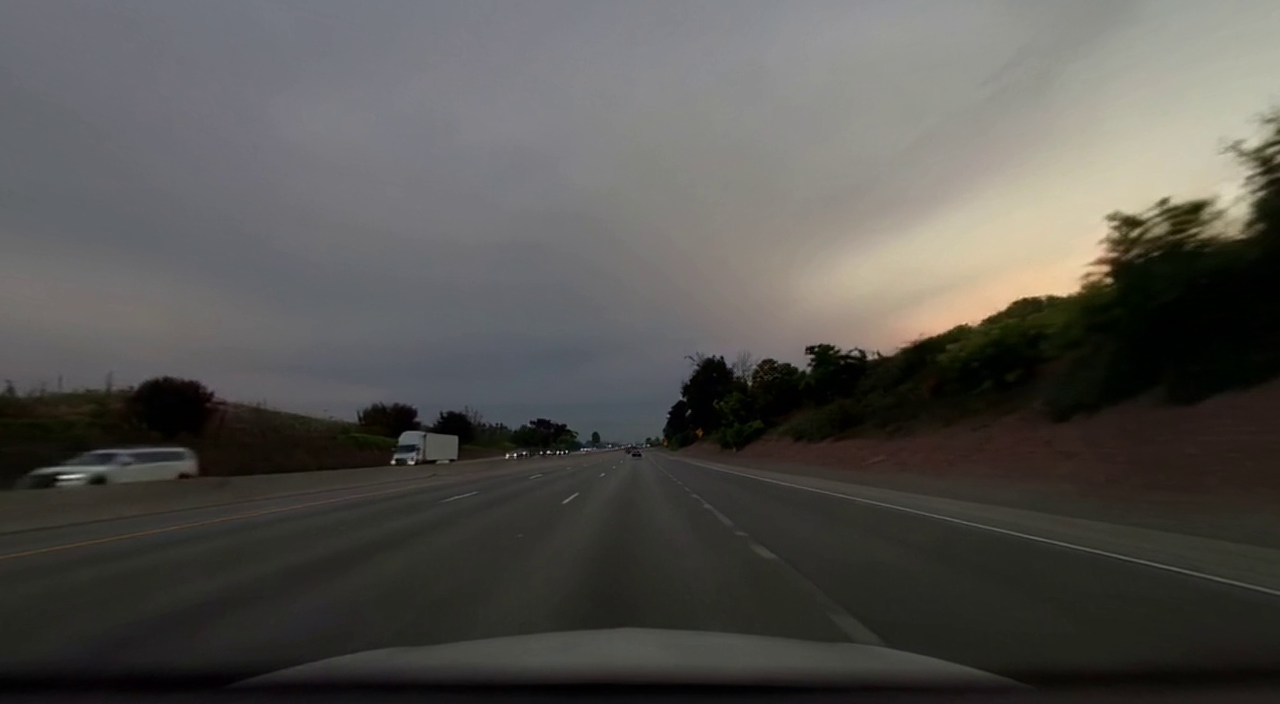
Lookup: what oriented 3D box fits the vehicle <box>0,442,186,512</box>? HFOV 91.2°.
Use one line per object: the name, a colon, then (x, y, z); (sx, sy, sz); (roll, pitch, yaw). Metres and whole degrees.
vehicle: (-15.544, 3.449, 17.742); (2.106, 1.697, 4.344); (0, -9, -1)
